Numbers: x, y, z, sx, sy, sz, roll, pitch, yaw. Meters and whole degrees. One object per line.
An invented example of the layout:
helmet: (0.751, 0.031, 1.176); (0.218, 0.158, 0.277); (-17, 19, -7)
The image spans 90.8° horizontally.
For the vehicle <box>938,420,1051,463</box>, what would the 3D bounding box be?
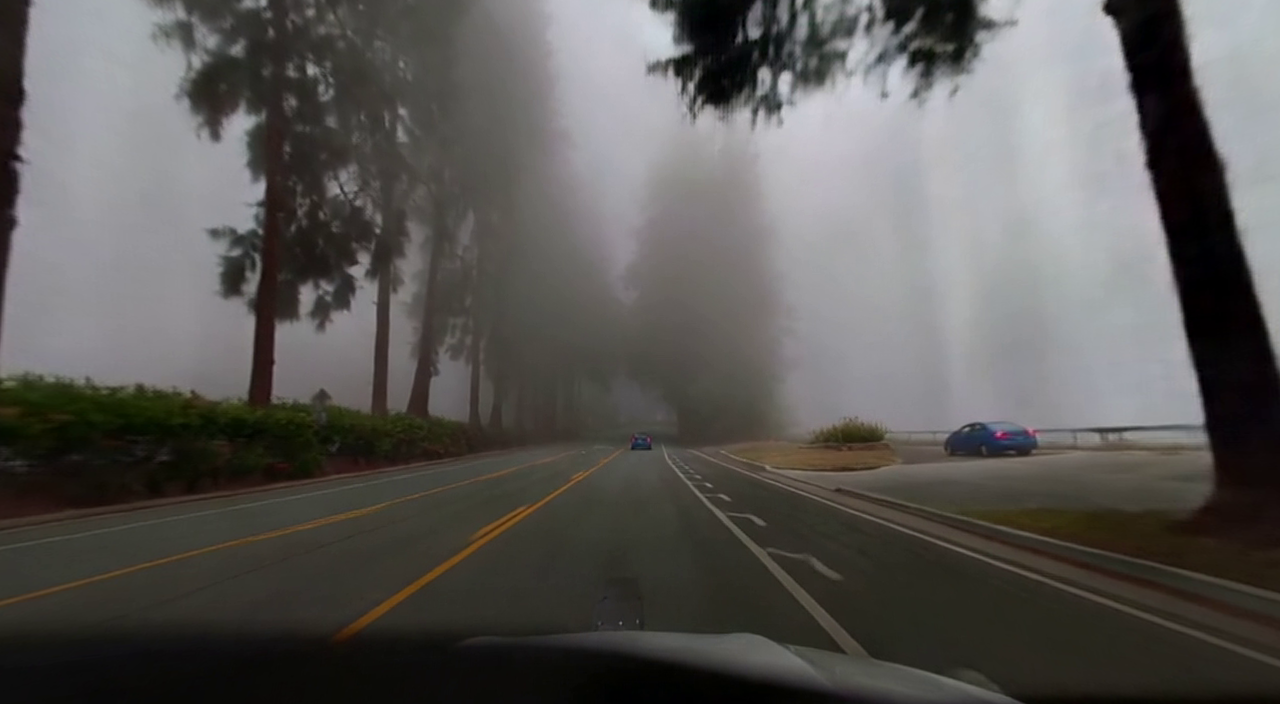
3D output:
vehicle: (13.602, 3.484, 24.620); (1.762, 1.479, 4.546); (0, -8, 0)

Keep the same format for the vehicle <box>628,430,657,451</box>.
vehicle: (0.204, 6.624, 47.138); (2.067, 1.486, 3.861); (0, -9, 1)
